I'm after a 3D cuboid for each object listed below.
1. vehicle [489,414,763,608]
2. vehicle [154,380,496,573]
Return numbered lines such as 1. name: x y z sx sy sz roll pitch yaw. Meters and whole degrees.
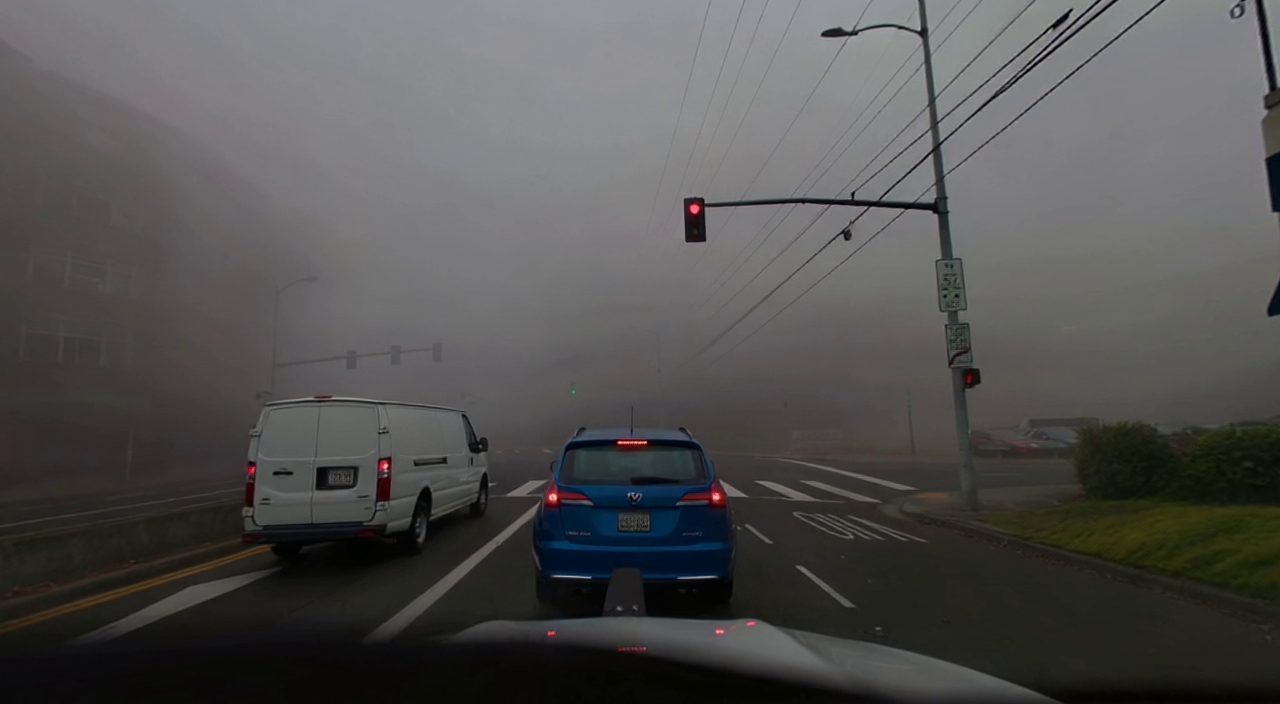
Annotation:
1. vehicle: -0.112 1.465 6.776 2.064 1.452 3.942 0 -8 0
2. vehicle: -3.575 1.515 8.576 2.076 1.820 5.100 0 -8 -1
